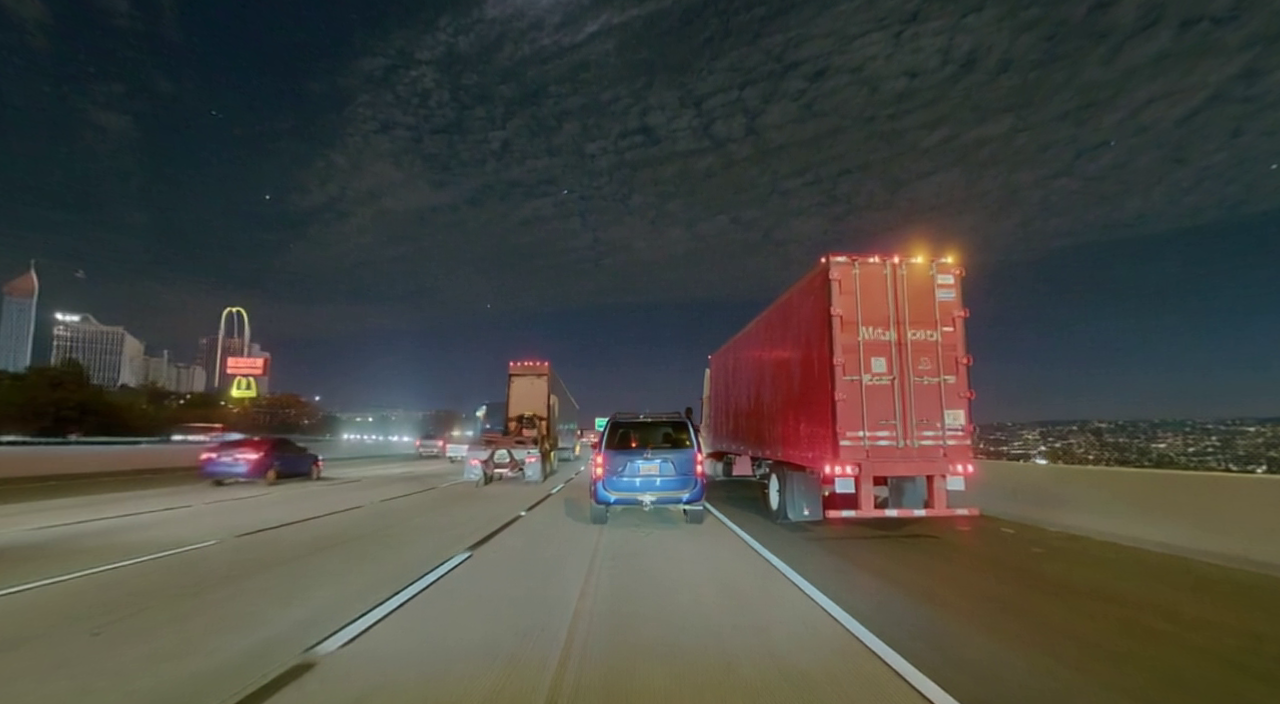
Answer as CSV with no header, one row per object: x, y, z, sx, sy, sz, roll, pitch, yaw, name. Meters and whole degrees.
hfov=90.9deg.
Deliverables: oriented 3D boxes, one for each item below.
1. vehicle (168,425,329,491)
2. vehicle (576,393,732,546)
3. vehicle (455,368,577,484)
-11.468,3.143,18.977,1.915,1.710,4.670,0,-9,-1,vehicle
0.112,1.773,10.001,1.947,1.910,4.040,0,-9,-2,vehicle
-4.177,2.861,23.442,2.814,3.513,8.529,0,-9,0,vehicle
